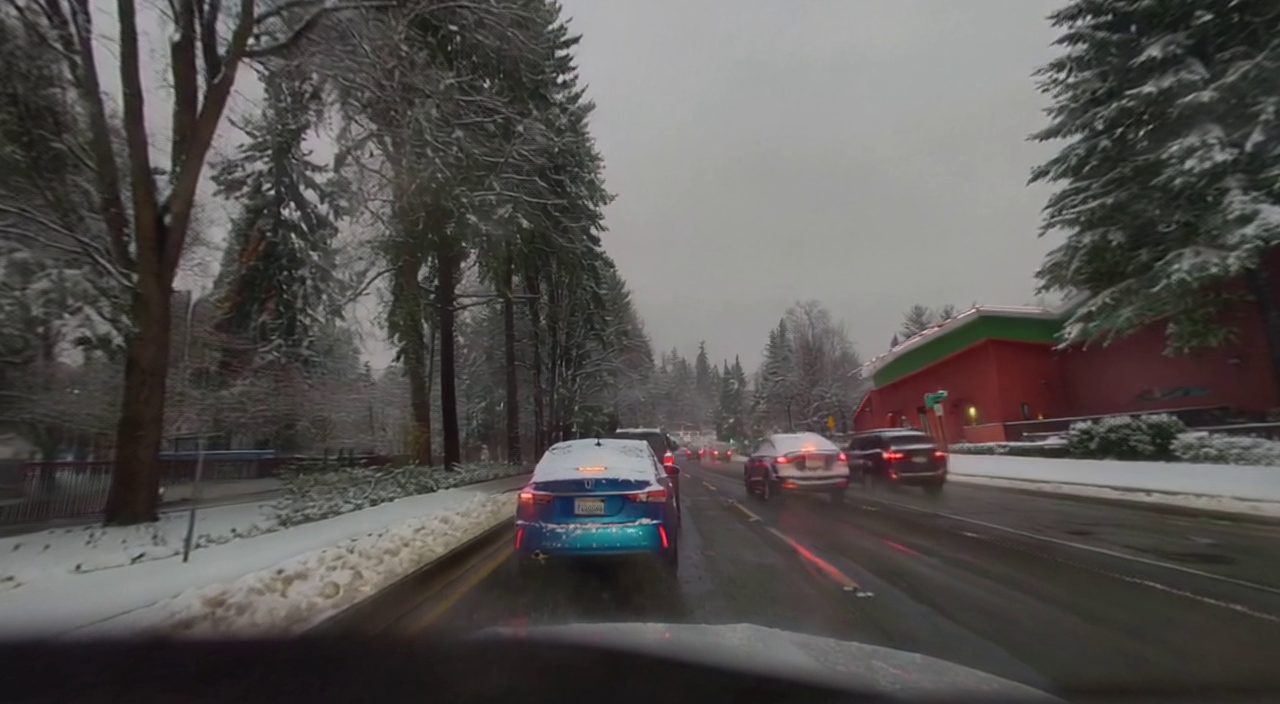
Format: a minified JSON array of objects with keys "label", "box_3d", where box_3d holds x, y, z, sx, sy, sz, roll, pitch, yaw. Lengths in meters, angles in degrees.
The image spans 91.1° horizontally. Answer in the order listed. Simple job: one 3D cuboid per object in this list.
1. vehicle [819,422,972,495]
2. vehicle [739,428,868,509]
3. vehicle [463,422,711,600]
[{"label":"vehicle","box_3d":[7.339,3.138,18.864,2.253,1.854,5.409,0,-9,0]},{"label":"vehicle","box_3d":[3.699,2.717,15.054,1.946,1.648,4.230,0,-9,0]},{"label":"vehicle","box_3d":[-0.482,1.666,7.449,2.111,1.506,4.018,0,-9,-1]}]
